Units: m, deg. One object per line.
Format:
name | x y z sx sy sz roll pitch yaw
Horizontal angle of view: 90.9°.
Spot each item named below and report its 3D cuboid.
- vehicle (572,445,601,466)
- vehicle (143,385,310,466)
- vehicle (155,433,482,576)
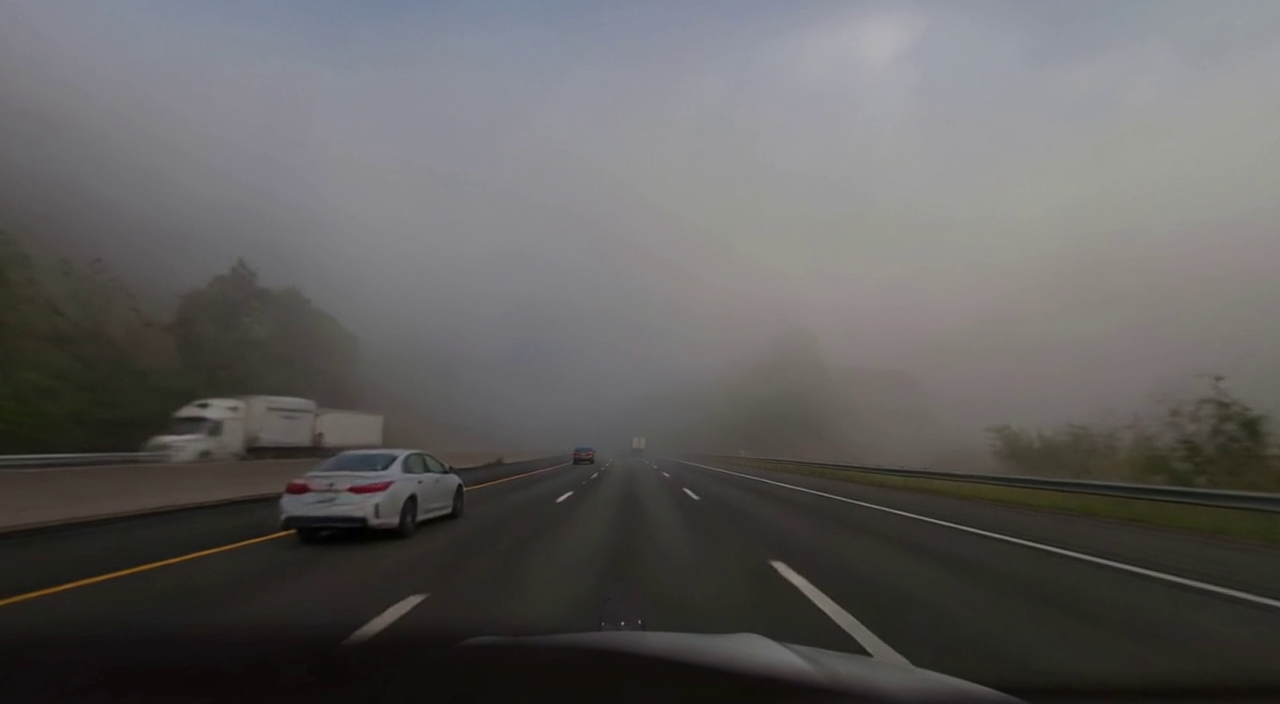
vehicle | -4.168 8.133 49.575 2.022 1.513 4.613 0 -9 -1
vehicle | -21.239 4.011 33.223 3.124 3.721 8.270 0 -9 0
vehicle | -3.957 1.959 8.963 2.169 1.473 4.631 0 -9 0
